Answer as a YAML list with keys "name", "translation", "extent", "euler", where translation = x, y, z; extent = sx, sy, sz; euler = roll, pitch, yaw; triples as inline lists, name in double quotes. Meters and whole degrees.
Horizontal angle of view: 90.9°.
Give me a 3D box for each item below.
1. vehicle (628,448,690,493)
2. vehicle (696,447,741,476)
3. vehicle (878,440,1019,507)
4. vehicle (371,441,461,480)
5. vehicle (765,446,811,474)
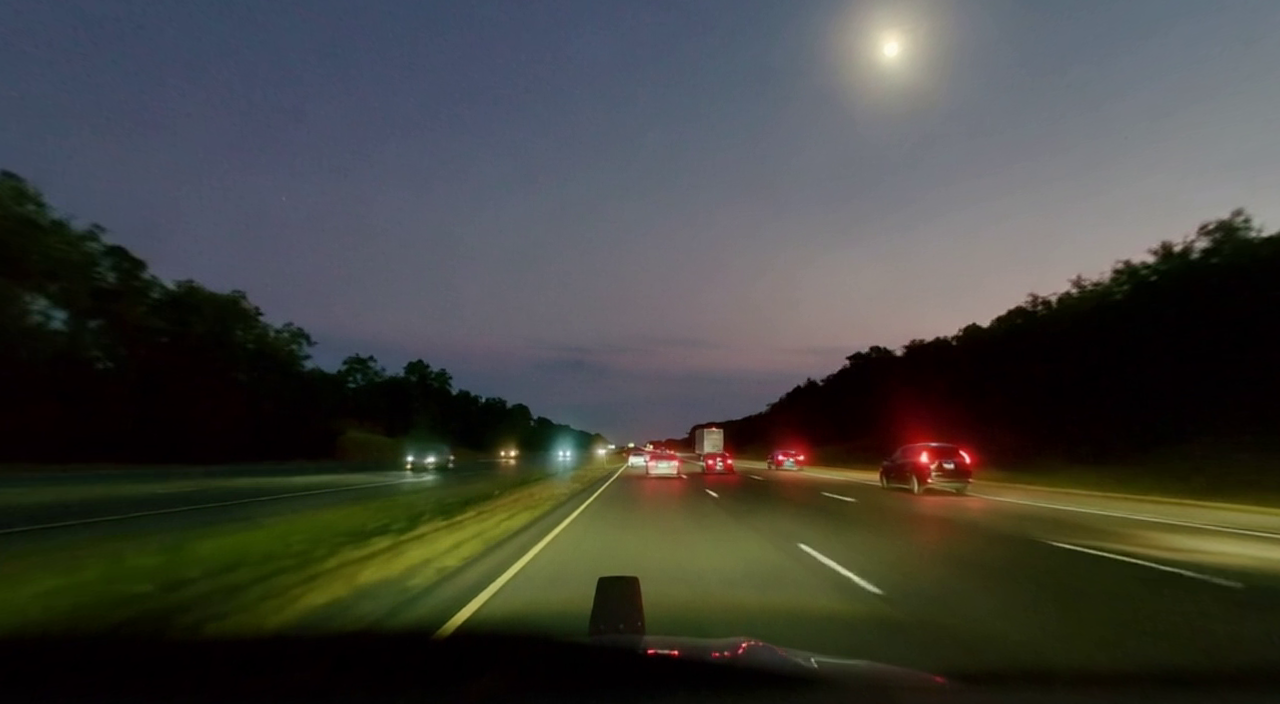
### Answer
- name: "vehicle"
  translation: [0.629, 4.146, 22.362]
  extent: [2.020, 1.426, 3.702]
  euler: [0, -9, 0]
- name: "vehicle"
  translation: [4.362, 6.185, 35.664]
  extent: [1.981, 1.518, 4.029]
  euler: [0, -9, -1]
- name: "vehicle"
  translation: [8.070, 3.186, 16.925]
  extent: [1.847, 1.554, 3.752]
  euler: [0, -9, 0]
- name: "vehicle"
  translation: [-9.197, 4.488, 26.299]
  extent: [1.990, 1.466, 4.544]
  euler: [-1, -9, 2]
- name: "vehicle"
  translation: [9.166, 6.716, 39.291]
  extent: [1.957, 1.594, 3.632]
  euler: [0, -9, -1]
